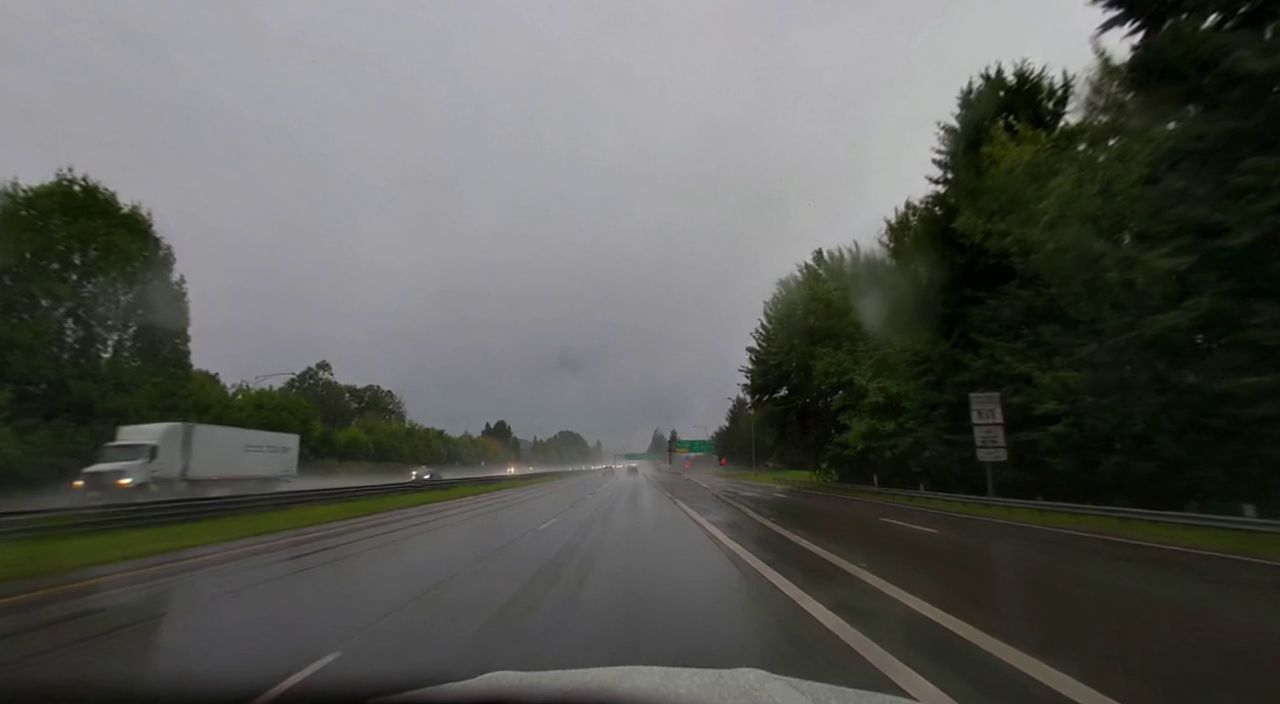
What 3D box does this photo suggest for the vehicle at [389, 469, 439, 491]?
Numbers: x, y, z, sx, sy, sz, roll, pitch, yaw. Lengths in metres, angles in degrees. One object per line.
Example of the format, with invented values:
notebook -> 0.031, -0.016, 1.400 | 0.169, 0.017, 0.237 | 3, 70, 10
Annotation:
vehicle -> -16.311, 9.223, 45.634 | 1.874, 1.496, 4.616 | 1, -11, 0

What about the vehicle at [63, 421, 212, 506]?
vehicle -> -26.241, 5.906, 33.384 | 3.011, 4.011, 5.861 | 2, -11, -5
